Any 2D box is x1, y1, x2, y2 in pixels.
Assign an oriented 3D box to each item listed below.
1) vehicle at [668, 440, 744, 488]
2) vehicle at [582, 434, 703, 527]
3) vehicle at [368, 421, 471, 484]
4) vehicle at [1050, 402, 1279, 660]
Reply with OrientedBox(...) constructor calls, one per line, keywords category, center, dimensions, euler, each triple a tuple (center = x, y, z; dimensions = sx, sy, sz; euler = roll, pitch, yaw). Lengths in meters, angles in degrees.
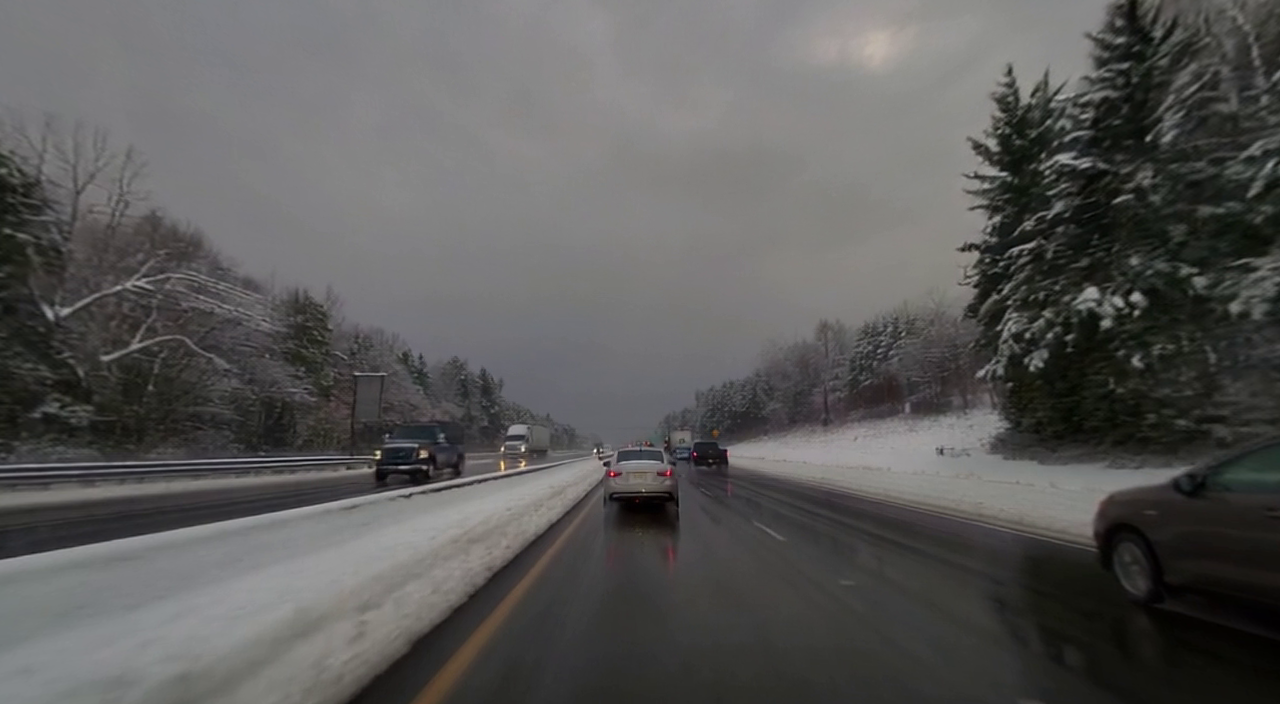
OrientedBox(category="vehicle", center=(2.305, 4.065, 23.139), dimensions=(1.999, 1.596, 3.990), euler=(0, -9, -5))
OrientedBox(category="vehicle", center=(0.014, 2.514, 12.771), dimensions=(2.088, 1.580, 3.657), euler=(0, -9, -1))
OrientedBox(category="vehicle", center=(-9.465, 4.400, 27.652), dimensions=(2.512, 2.475, 5.406), euler=(0, -9, 0))
OrientedBox(category="vehicle", center=(4.766, 1.058, 3.720), dimensions=(1.931, 1.516, 3.995), euler=(0, -9, 0))
